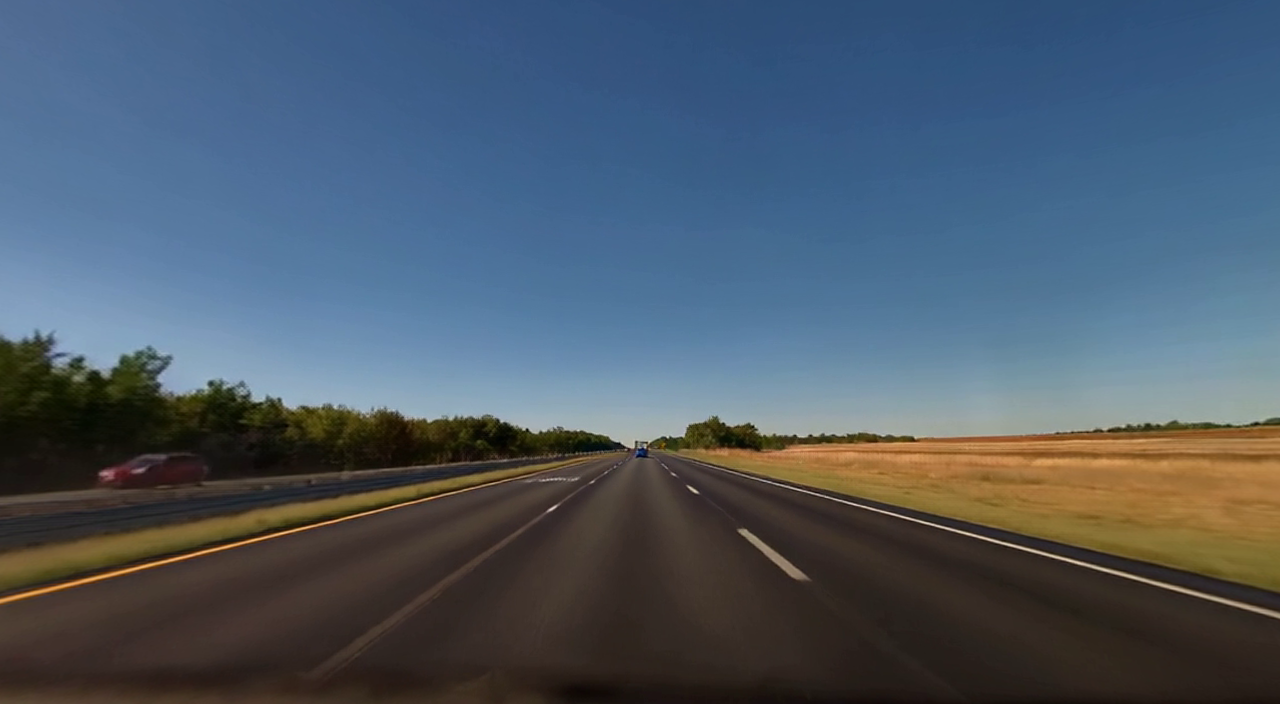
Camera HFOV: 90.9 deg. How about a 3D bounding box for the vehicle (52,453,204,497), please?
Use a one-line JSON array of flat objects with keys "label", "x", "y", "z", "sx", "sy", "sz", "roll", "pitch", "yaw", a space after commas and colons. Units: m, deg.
[{"label": "vehicle", "x": -19.429, "y": 4.657, "z": 24.277, "sx": 2.002, "sy": 1.484, "sz": 4.598, "roll": 0, "pitch": -9, "yaw": 0}]
